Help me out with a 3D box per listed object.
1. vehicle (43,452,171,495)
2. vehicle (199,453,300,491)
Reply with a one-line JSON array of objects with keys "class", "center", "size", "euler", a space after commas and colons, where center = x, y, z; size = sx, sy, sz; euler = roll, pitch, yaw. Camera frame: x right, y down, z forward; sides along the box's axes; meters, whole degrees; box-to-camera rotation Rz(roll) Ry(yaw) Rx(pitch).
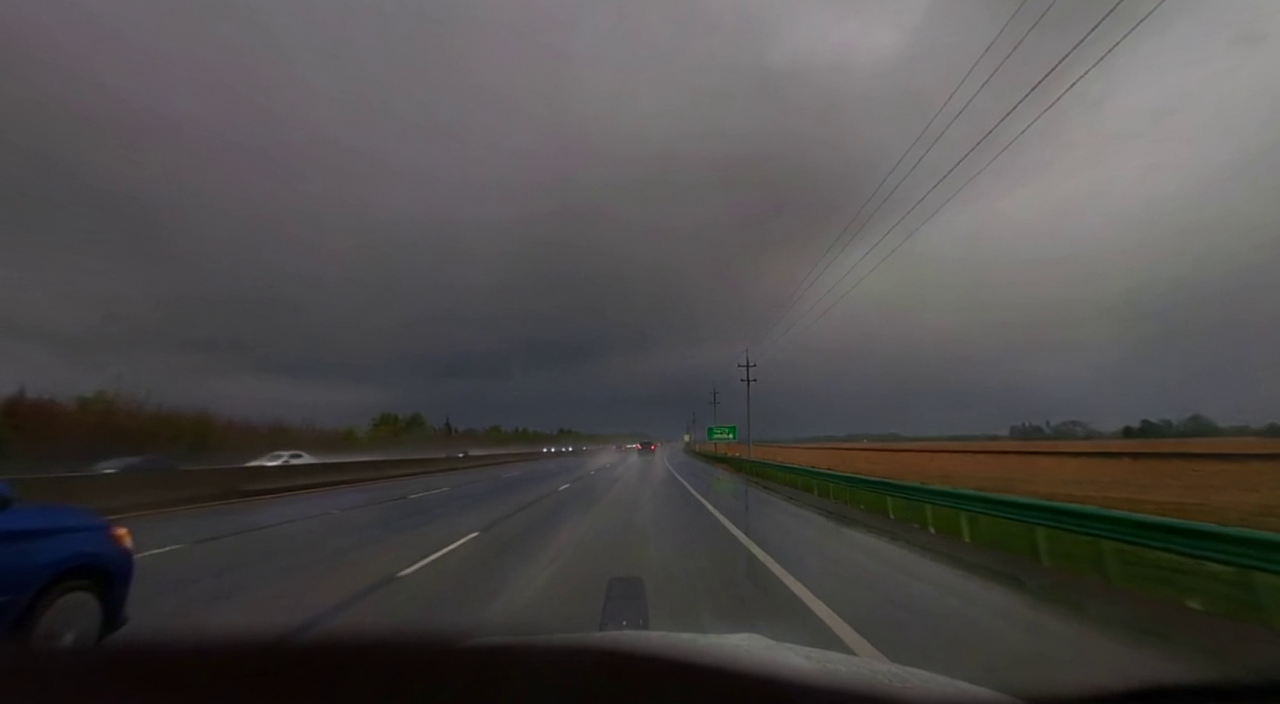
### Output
[{"class": "vehicle", "center": [-19.887, 4.529, 23.706], "size": [1.701, 1.400, 3.522], "euler": [0, -8, 0]}, {"class": "vehicle", "center": [-16.597, 5.089, 27.020], "size": [1.660, 1.411, 4.041], "euler": [0, -8, 2]}]
